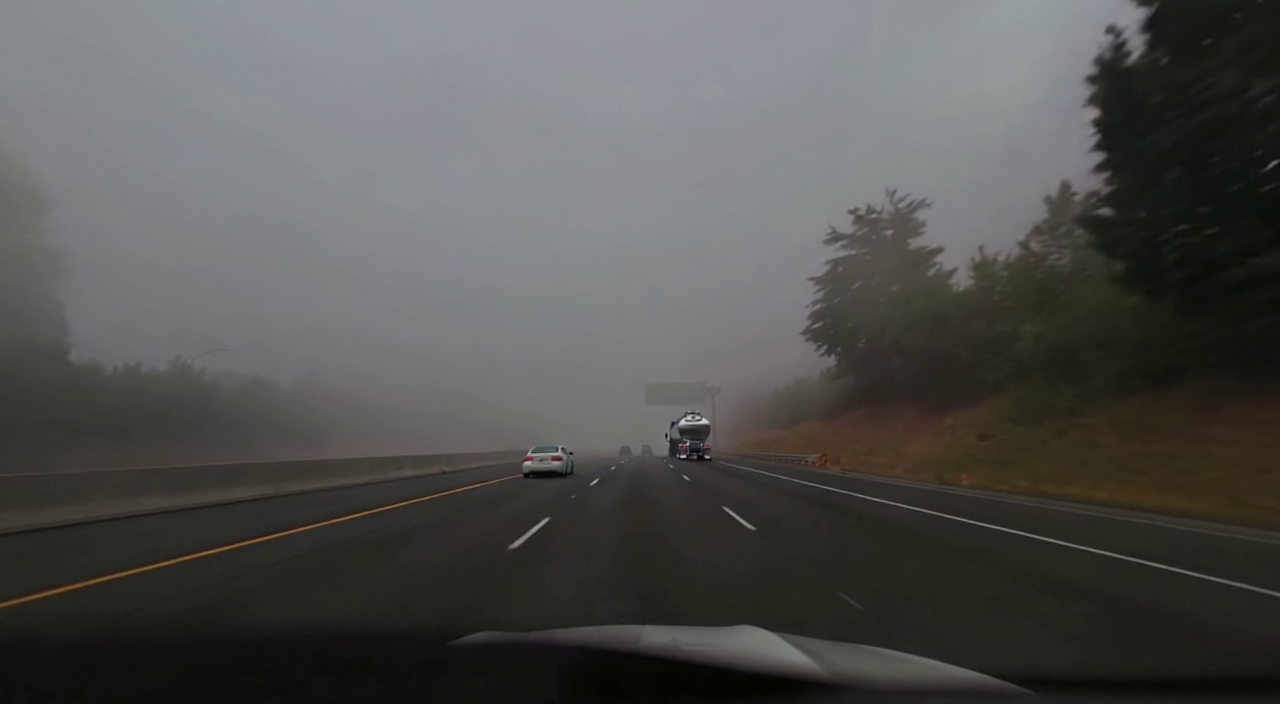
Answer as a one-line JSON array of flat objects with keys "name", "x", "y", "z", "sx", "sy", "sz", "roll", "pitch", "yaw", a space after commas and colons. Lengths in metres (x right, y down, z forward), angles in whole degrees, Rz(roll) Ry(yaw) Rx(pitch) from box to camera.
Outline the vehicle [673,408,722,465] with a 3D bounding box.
[{"name": "vehicle", "x": 4.125, "y": 6.389, "z": 47.122, "sx": 2.759, "sy": 3.734, "sz": 9.708, "roll": 0, "pitch": -9, "yaw": 0}]

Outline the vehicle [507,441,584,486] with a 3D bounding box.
[{"name": "vehicle", "x": -3.290, "y": 3.975, "z": 22.856, "sx": 1.986, "sy": 1.458, "sz": 4.506, "roll": 0, "pitch": -9, "yaw": 1}]
